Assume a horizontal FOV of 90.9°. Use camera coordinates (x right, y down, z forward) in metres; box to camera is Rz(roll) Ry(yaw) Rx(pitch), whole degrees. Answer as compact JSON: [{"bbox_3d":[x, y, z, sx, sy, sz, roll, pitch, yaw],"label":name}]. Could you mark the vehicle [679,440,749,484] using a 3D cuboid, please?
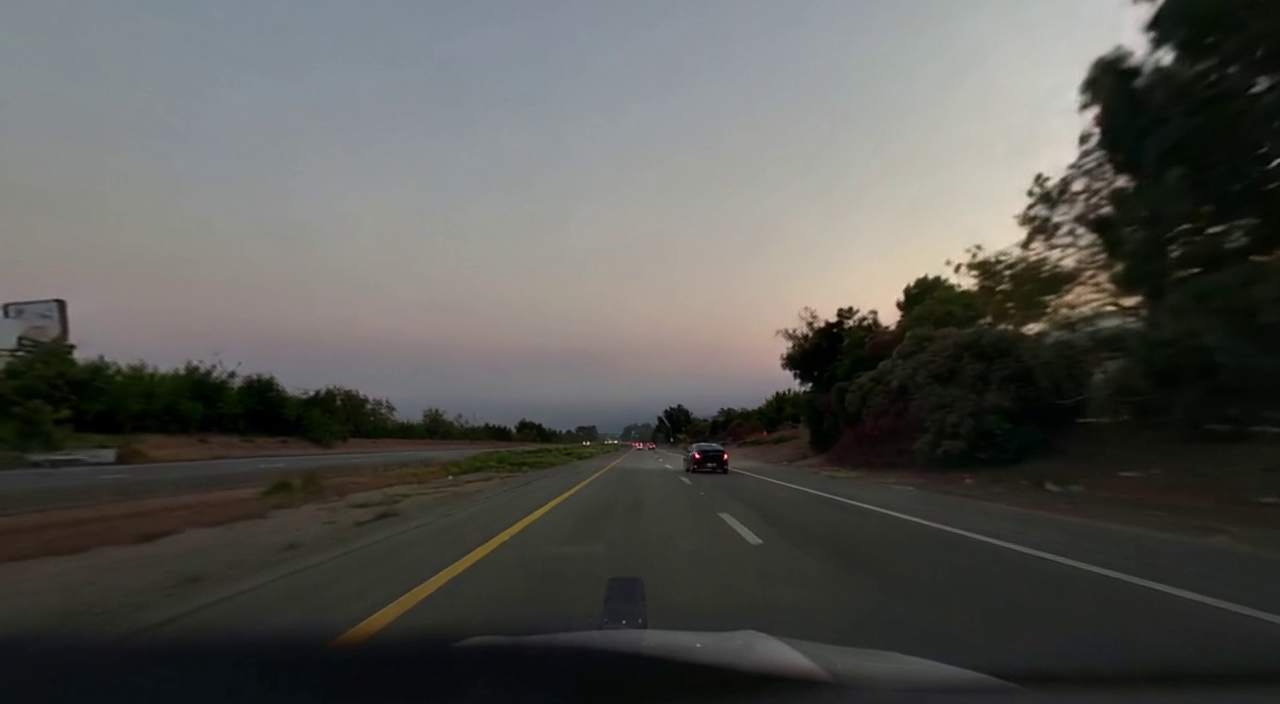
[{"bbox_3d":[2.692,4.119,23.935,1.991,1.475,4.302,0,-8,-2],"label":"vehicle"}]
